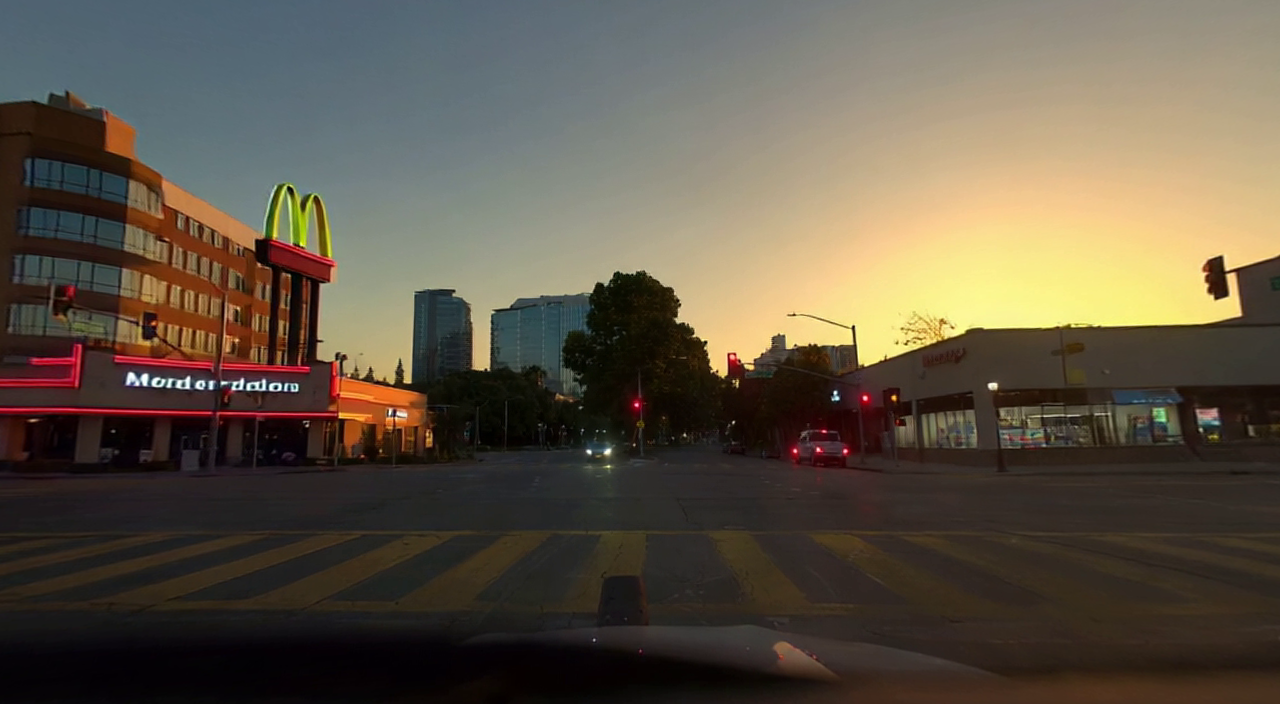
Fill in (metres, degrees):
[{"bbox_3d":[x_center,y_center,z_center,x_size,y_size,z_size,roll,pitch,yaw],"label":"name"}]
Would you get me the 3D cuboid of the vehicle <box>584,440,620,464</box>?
[{"bbox_3d":[-2.507,6.676,42.273,2.104,1.468,4.195,0,-8,1],"label":"vehicle"}]
